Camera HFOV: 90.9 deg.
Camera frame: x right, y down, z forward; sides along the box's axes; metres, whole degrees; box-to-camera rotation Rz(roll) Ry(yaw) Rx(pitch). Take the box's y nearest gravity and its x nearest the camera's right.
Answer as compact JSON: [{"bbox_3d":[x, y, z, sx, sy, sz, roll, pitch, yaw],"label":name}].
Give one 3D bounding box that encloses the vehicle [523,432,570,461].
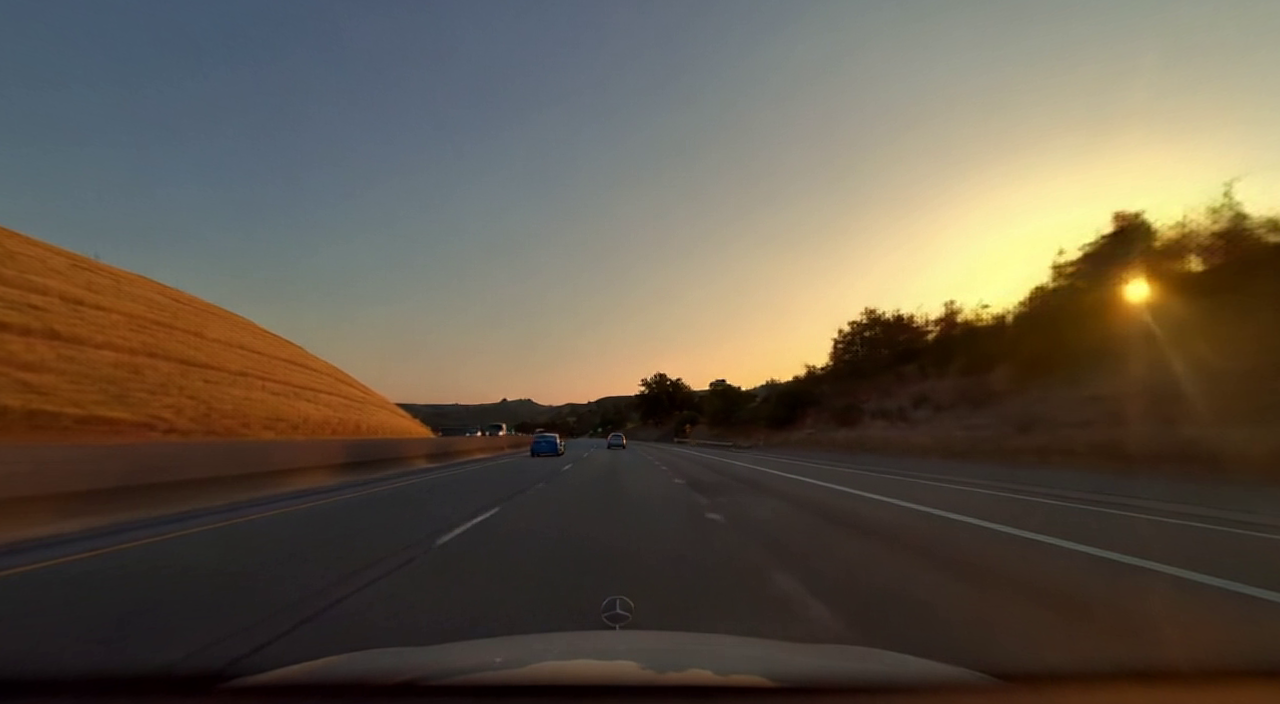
[{"bbox_3d":[-5.247,5.382,36.108,2.141,1.534,5.099,0,-8,-2],"label":"vehicle"}]
